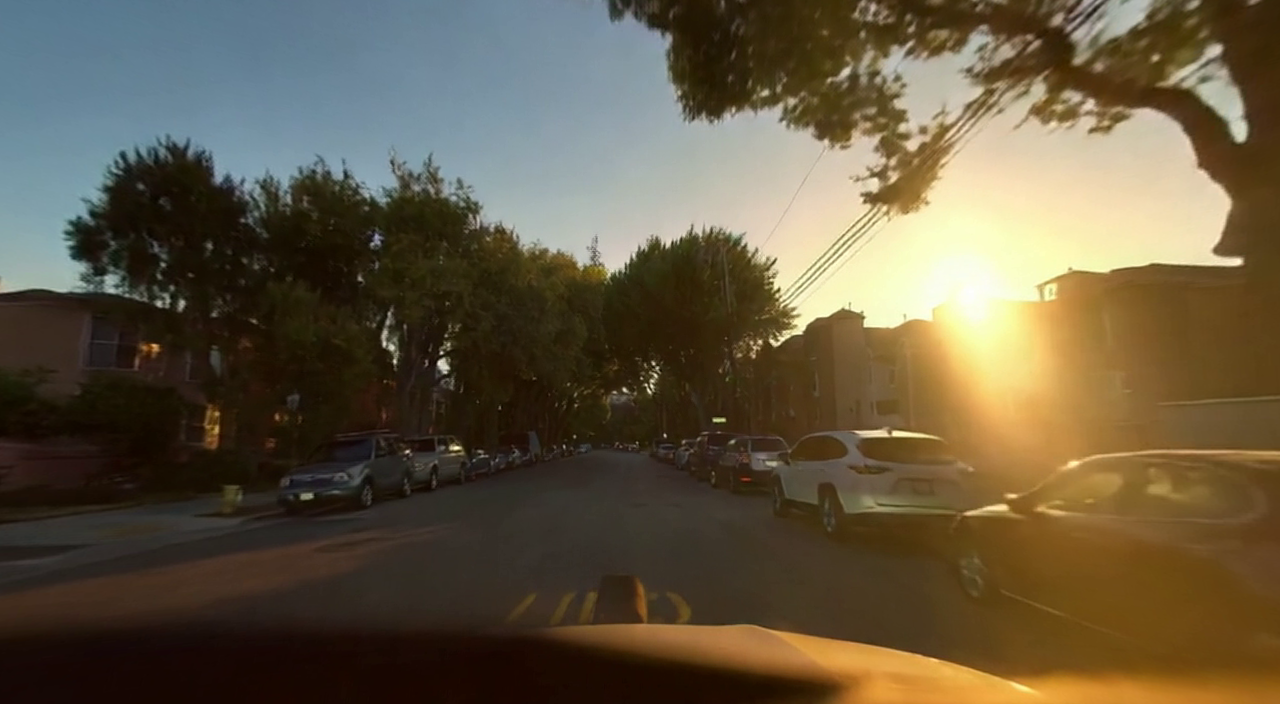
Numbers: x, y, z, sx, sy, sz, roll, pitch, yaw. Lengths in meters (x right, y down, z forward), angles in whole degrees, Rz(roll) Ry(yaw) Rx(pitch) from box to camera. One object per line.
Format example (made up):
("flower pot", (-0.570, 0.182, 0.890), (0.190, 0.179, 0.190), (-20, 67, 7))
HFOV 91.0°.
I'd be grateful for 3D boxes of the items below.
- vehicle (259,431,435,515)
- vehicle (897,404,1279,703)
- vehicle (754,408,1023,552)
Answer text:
("vehicle", (-7.618, 3.255, 17.232), (2.384, 1.781, 5.492), (-3, -10, -2))
("vehicle", (3.742, 1.189, 4.063), (2.050, 1.502, 4.826), (0, -9, -1))
("vehicle", (3.779, 2.119, 11.235), (2.280, 1.850, 5.961), (0, -9, -1))
